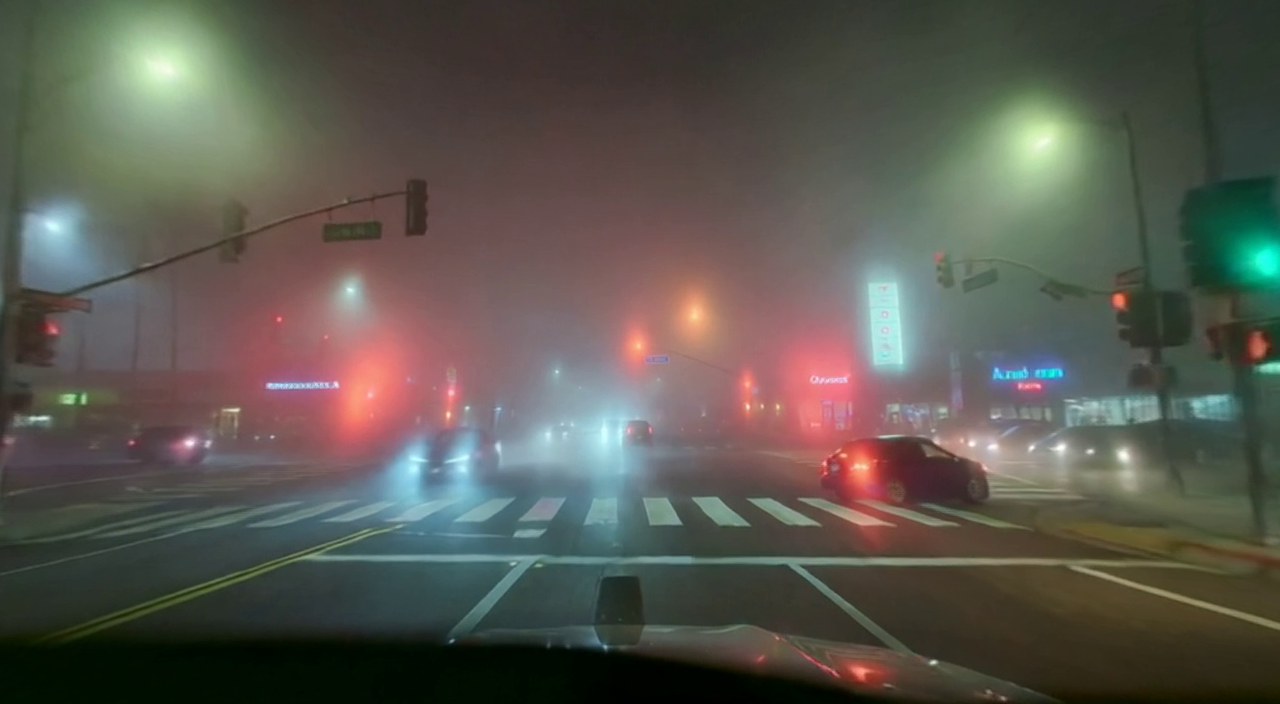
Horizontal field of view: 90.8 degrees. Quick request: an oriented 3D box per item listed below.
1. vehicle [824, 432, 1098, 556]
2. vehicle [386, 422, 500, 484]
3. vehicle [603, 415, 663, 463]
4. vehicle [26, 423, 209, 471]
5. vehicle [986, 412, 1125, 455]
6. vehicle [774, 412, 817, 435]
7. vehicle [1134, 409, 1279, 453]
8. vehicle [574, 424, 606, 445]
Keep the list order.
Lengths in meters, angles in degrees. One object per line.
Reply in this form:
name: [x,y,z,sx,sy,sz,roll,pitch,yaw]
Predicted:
vehicle: [4.511,2.034,9.915,1.963,1.449,4.653,0,-8,2]
vehicle: [-5.874,3.076,19.475,2.040,1.670,4.508,0,-8,0]
vehicle: [-0.312,3.631,26.318,2.264,1.798,4.531,0,-8,-1]
vehicle: [-20.876,3.834,25.394,5.674,1.804,2.190,-1,-8,6]
vehicle: [17.020,3.369,26.076,4.304,1.685,1.947,0,-8,1]
vehicle: [11.433,5.326,46.779,1.899,1.550,4.531,-1,-8,-1]
vehicle: [23.730,3.318,26.339,4.466,1.740,2.021,0,-8,0]
vehicle: [-3.616,6.075,46.347,1.921,1.491,4.332,0,-8,1]
